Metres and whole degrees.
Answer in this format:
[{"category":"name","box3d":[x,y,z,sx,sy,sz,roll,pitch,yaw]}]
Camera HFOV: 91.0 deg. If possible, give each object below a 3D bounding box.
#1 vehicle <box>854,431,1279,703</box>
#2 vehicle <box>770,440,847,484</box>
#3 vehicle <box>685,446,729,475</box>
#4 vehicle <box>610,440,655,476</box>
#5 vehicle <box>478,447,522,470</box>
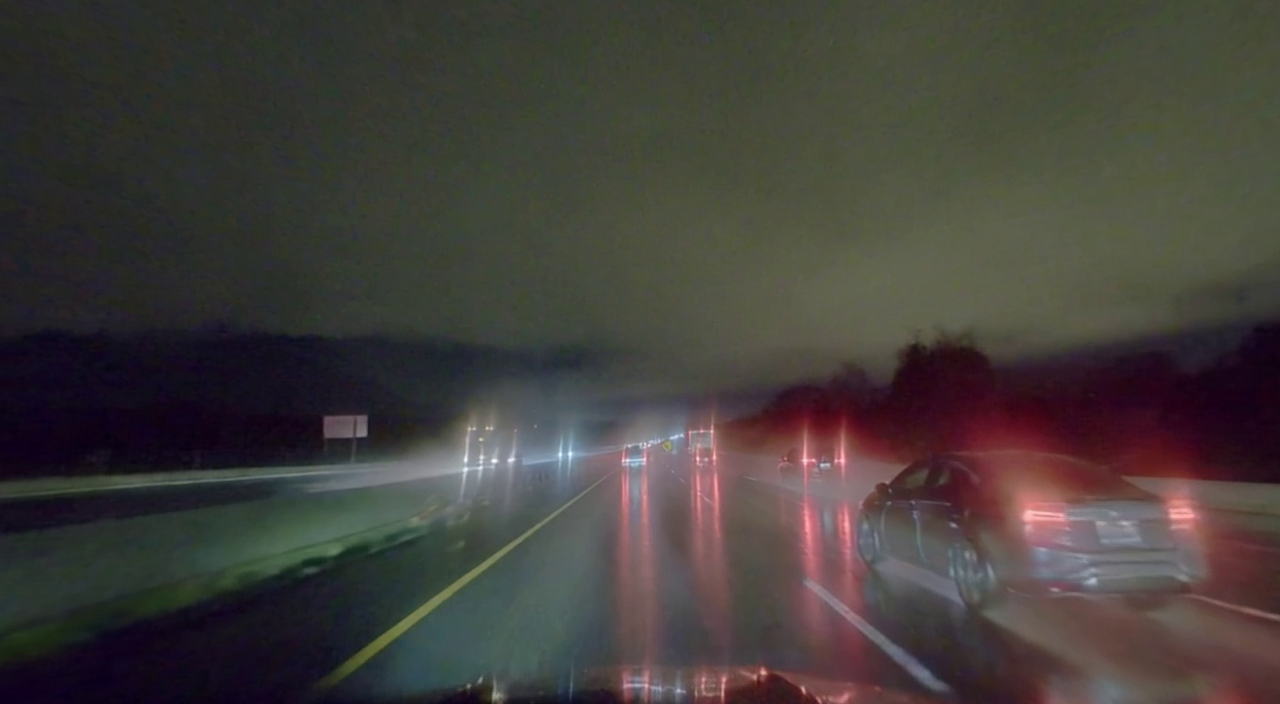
[{"category":"vehicle","box3d":[3.480,1.459,5.219,2.004,1.471,4.032,0,-9,0]},{"category":"vehicle","box3d":[6.890,4.545,26.257,1.975,1.650,4.257,1,-9,0]},{"category":"vehicle","box3d":[3.753,6.132,35.875,2.047,1.540,4.294,0,-9,0]},{"category":"vehicle","box3d":[-0.332,5.420,32.381,2.142,1.724,4.344,0,-9,1]},{"category":"vehicle","box3d":[-10.193,7.753,46.085,1.965,1.542,4.905,0,-9,2]}]
